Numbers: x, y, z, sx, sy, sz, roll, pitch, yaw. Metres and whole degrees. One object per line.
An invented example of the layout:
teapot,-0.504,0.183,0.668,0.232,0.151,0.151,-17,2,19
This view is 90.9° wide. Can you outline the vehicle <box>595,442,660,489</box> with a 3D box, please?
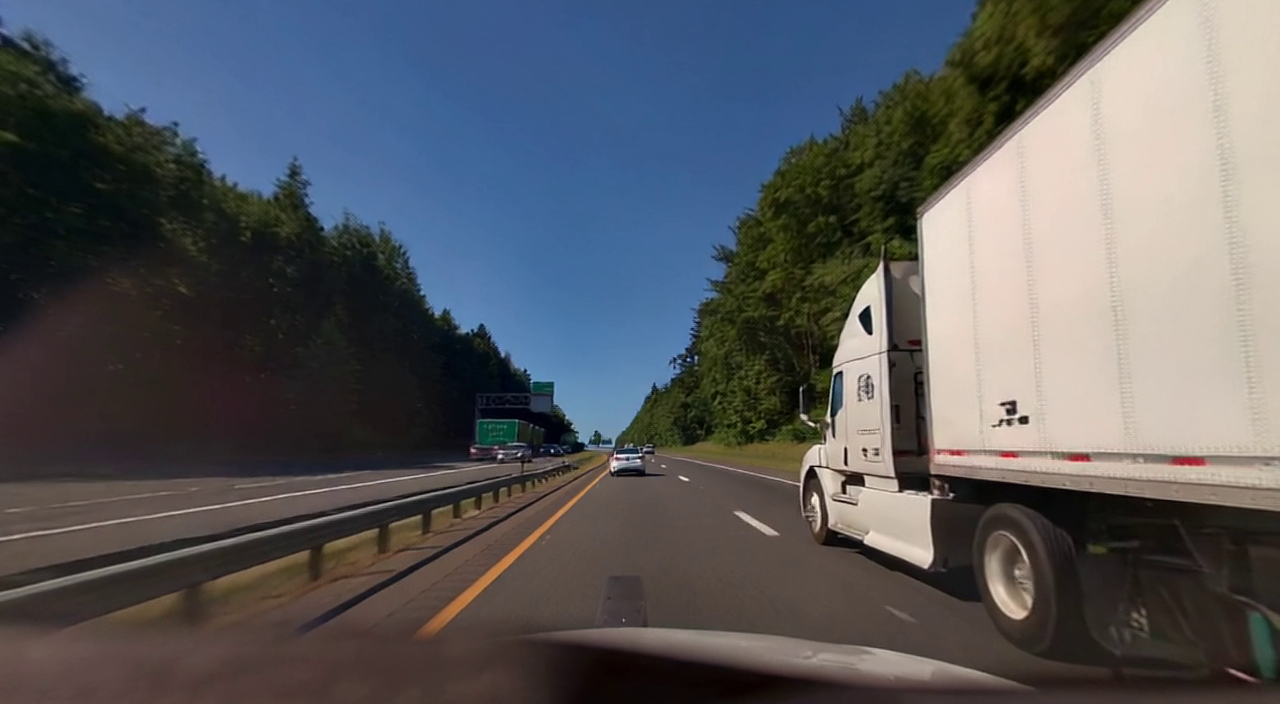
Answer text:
vehicle,-0.421,4.019,22.654,2.114,1.523,4.012,0,-9,-1
